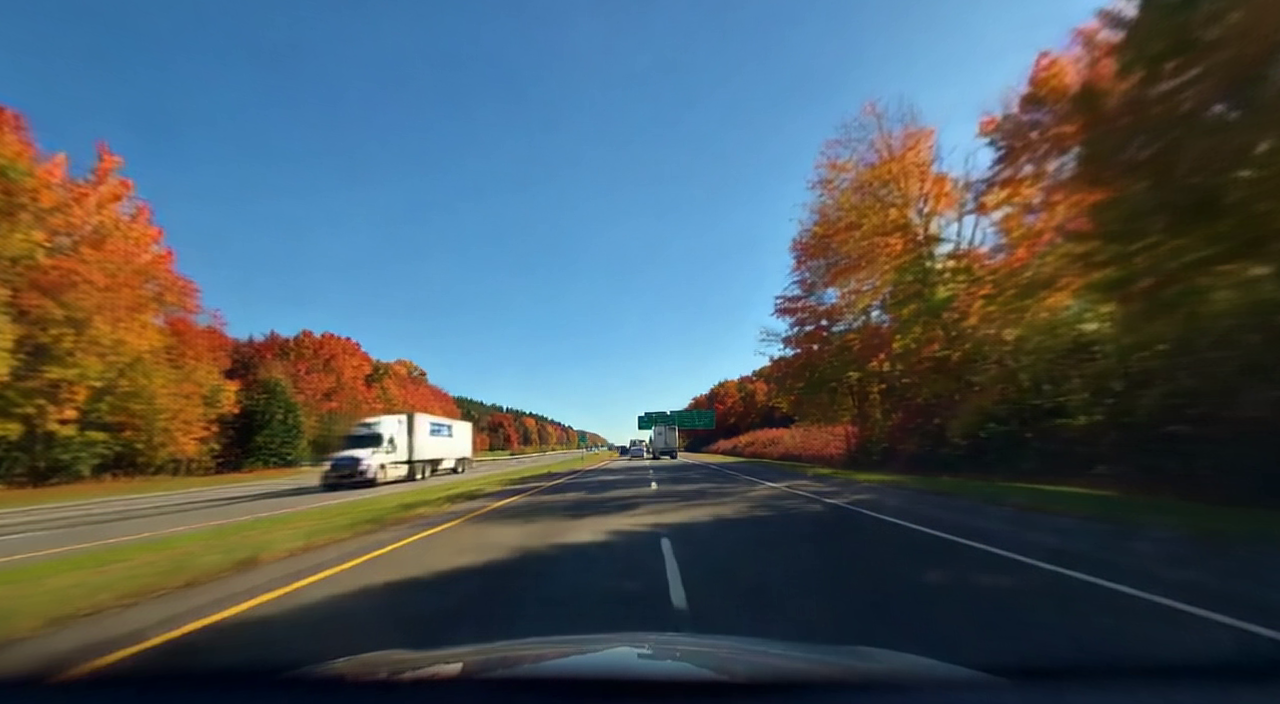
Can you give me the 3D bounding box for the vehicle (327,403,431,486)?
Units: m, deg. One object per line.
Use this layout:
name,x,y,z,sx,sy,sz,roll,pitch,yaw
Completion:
vehicle,-14.119,5.105,34.570,3.027,4.079,6.174,0,-9,0
